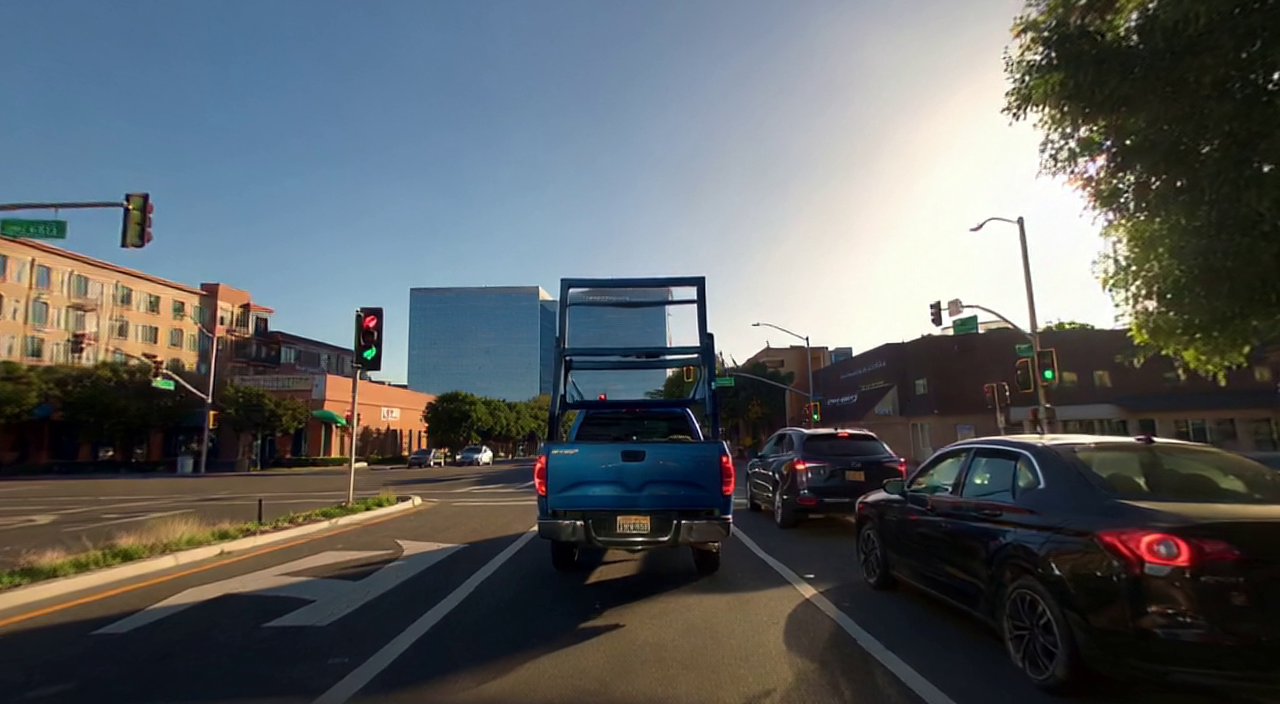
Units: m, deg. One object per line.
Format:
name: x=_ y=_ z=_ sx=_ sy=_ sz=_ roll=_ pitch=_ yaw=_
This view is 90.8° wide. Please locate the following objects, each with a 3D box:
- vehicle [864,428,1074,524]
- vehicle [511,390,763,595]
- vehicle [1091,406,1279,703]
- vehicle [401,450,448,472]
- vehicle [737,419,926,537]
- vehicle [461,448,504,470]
vehicle: x=6.525 y=2.492 z=13.240 sx=2.002 sy=1.651 sz=4.305 roll=0 pitch=-8 yaw=-1
vehicle: x=-0.133 y=1.637 z=8.256 sx=2.344 sy=1.883 sz=4.572 roll=0 pitch=-8 yaw=-3
vehicle: x=3.244 y=0.720 z=0.821 sx=2.057 sy=1.463 sz=4.365 roll=0 pitch=-8 yaw=0
vehicle: x=-15.810 y=7.959 z=46.513 sx=1.915 sy=1.491 sz=4.347 roll=0 pitch=-8 yaw=1
vehicle: x=3.234 y=2.225 z=11.787 sx=2.013 sy=1.742 sz=4.424 roll=0 pitch=-8 yaw=-1
vehicle: x=-11.752 y=7.986 z=47.380 sx=1.989 sy=1.459 sz=4.667 roll=0 pitch=-8 yaw=0
